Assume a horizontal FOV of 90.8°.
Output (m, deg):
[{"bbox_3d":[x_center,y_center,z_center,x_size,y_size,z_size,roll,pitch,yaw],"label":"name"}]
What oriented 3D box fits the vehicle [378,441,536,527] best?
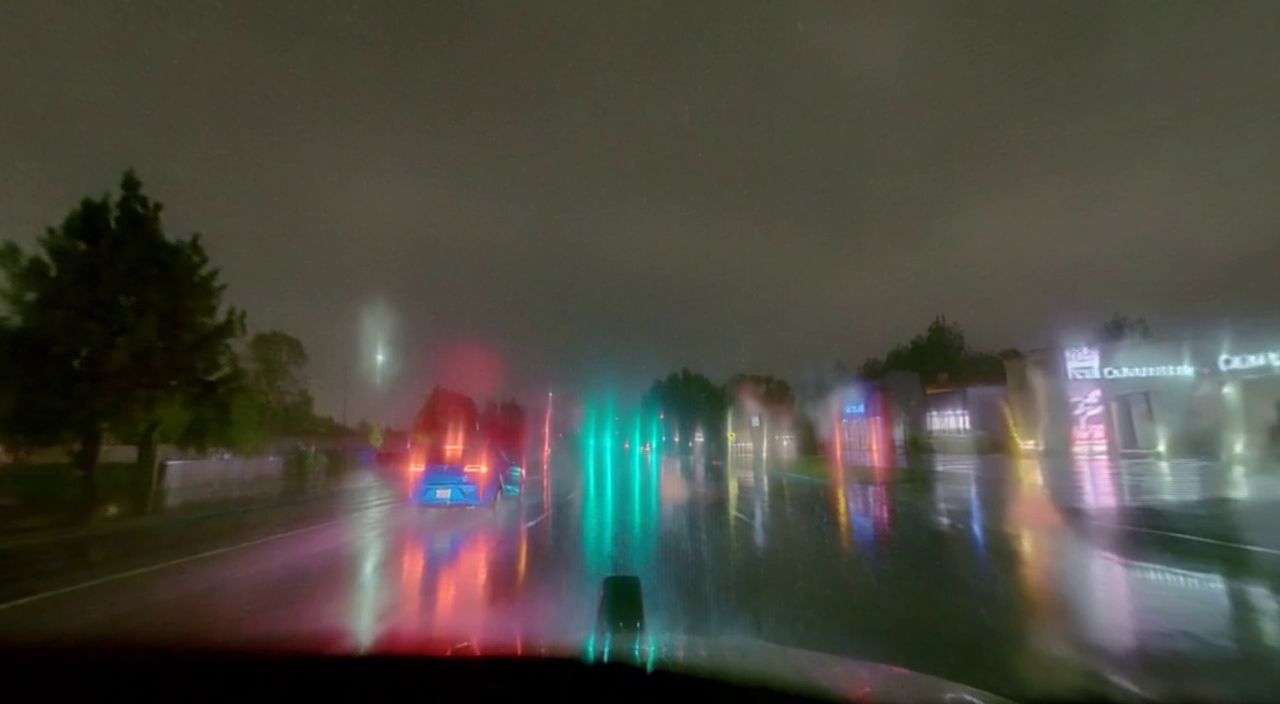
[{"bbox_3d":[-3.501,2.592,13.038,2.005,1.477,4.169,0,-8,0],"label":"vehicle"}]
